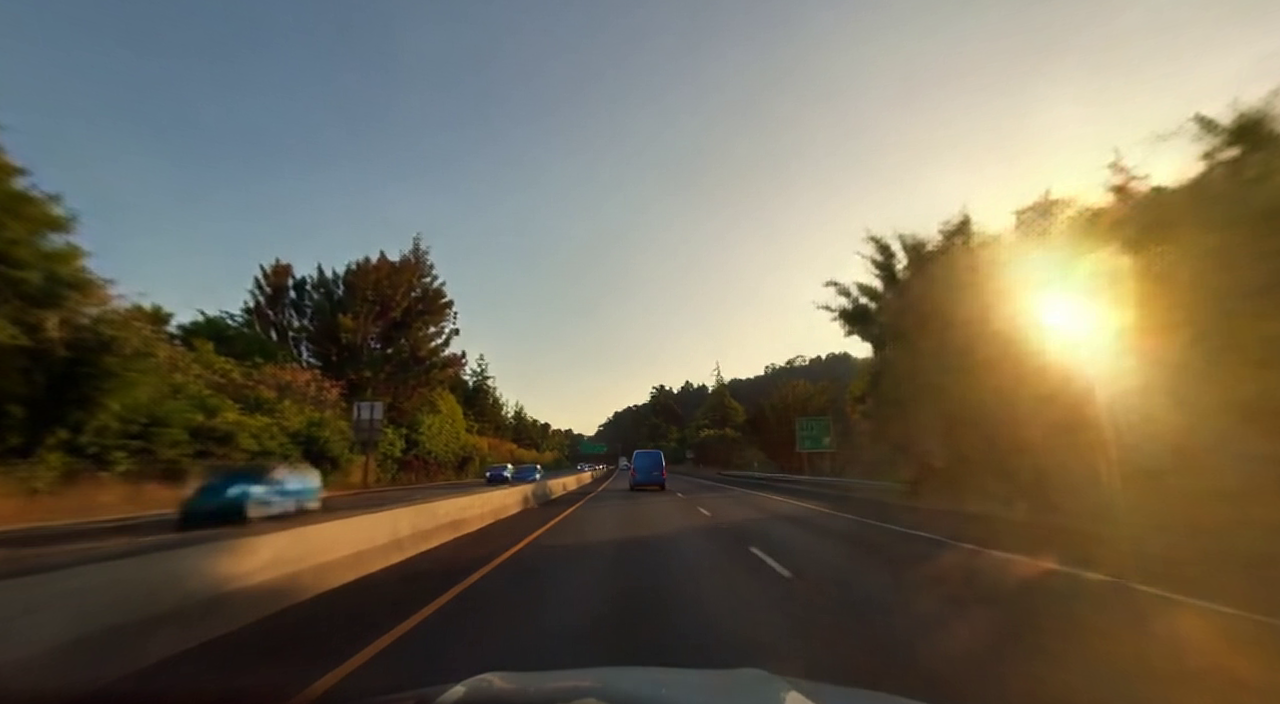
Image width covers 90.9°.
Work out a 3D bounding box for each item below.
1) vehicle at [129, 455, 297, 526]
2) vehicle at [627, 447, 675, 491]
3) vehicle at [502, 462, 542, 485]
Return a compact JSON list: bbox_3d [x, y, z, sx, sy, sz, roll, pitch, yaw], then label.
[{"bbox_3d":[-12.622,4.116,19.048,2.101,1.841,4.167,1,-11,-1],"label":"vehicle"},{"bbox_3d":[0.508,6.421,34.648,2.429,2.167,4.558,1,-11,-1],"label":"vehicle"},{"bbox_3d":[-8.265,8.569,44.440,1.980,1.534,4.116,1,-11,0],"label":"vehicle"}]
